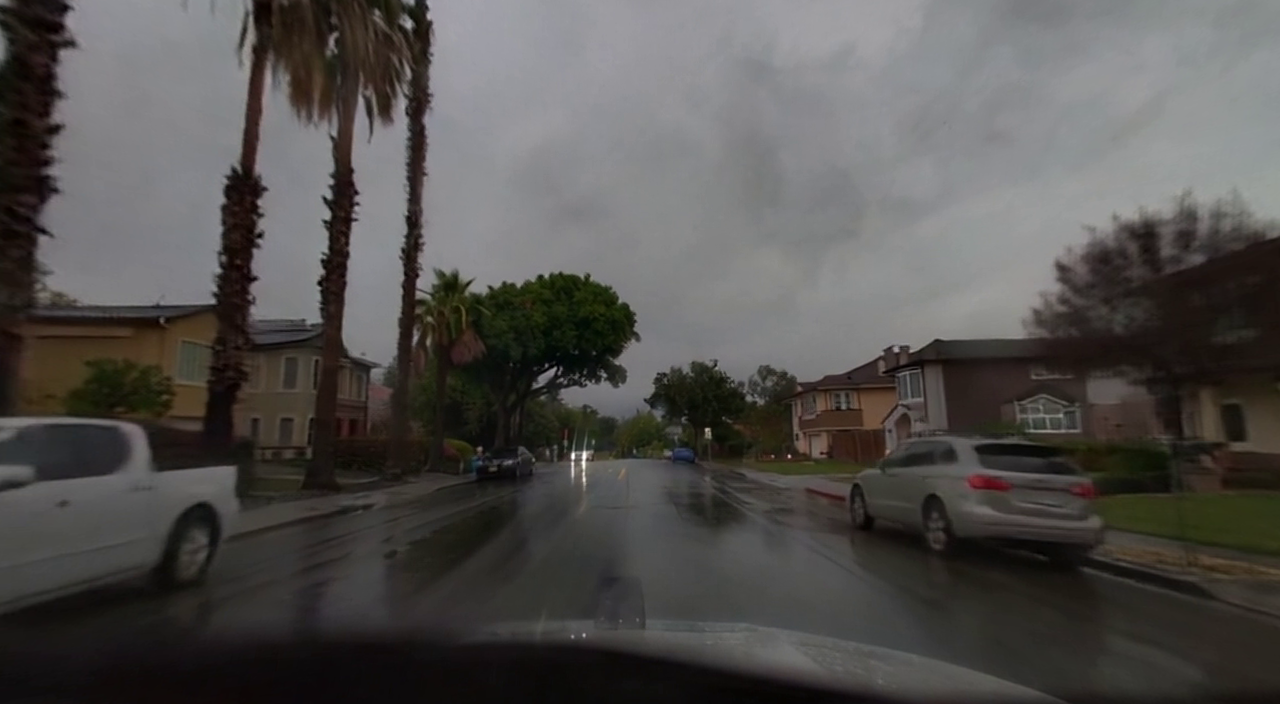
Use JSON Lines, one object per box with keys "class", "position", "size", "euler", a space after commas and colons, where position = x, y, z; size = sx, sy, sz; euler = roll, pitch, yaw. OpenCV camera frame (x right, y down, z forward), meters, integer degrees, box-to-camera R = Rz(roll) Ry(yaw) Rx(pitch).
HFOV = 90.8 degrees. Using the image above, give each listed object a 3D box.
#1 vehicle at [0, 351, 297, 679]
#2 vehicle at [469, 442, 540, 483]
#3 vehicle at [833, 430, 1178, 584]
{"class": "vehicle", "position": [-4.842, 1.124, 4.580], "size": [2.149, 1.877, 5.082], "euler": [-2, -8, -4]}
{"class": "vehicle", "position": [-5.629, 4.626, 26.864], "size": [2.079, 1.486, 4.877], "euler": [-2, -8, -1]}
{"class": "vehicle", "position": [4.450, 1.930, 8.779], "size": [1.991, 1.554, 4.501], "euler": [0, -9, -2]}
